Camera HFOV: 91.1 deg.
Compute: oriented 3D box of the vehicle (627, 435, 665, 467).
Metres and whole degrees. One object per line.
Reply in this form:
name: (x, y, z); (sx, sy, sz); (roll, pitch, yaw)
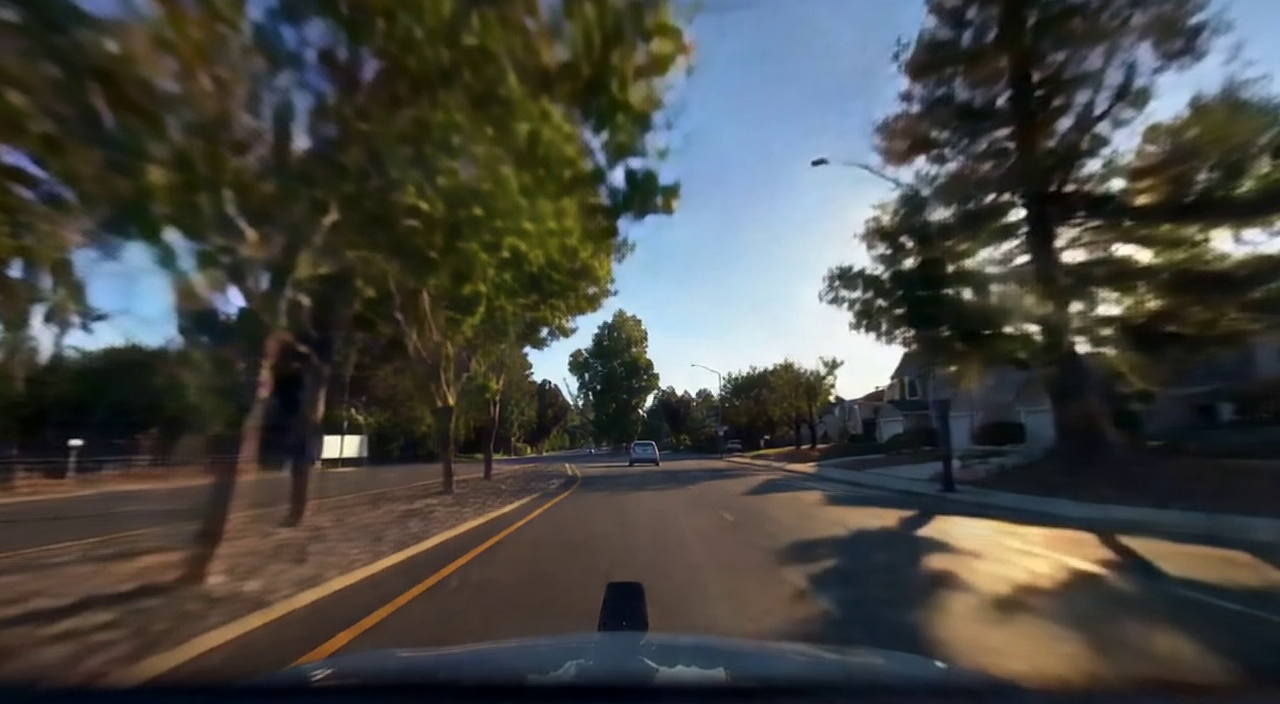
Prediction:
vehicle: (0.300, 5.853, 37.258); (2.165, 1.783, 4.391); (0, -8, -1)
